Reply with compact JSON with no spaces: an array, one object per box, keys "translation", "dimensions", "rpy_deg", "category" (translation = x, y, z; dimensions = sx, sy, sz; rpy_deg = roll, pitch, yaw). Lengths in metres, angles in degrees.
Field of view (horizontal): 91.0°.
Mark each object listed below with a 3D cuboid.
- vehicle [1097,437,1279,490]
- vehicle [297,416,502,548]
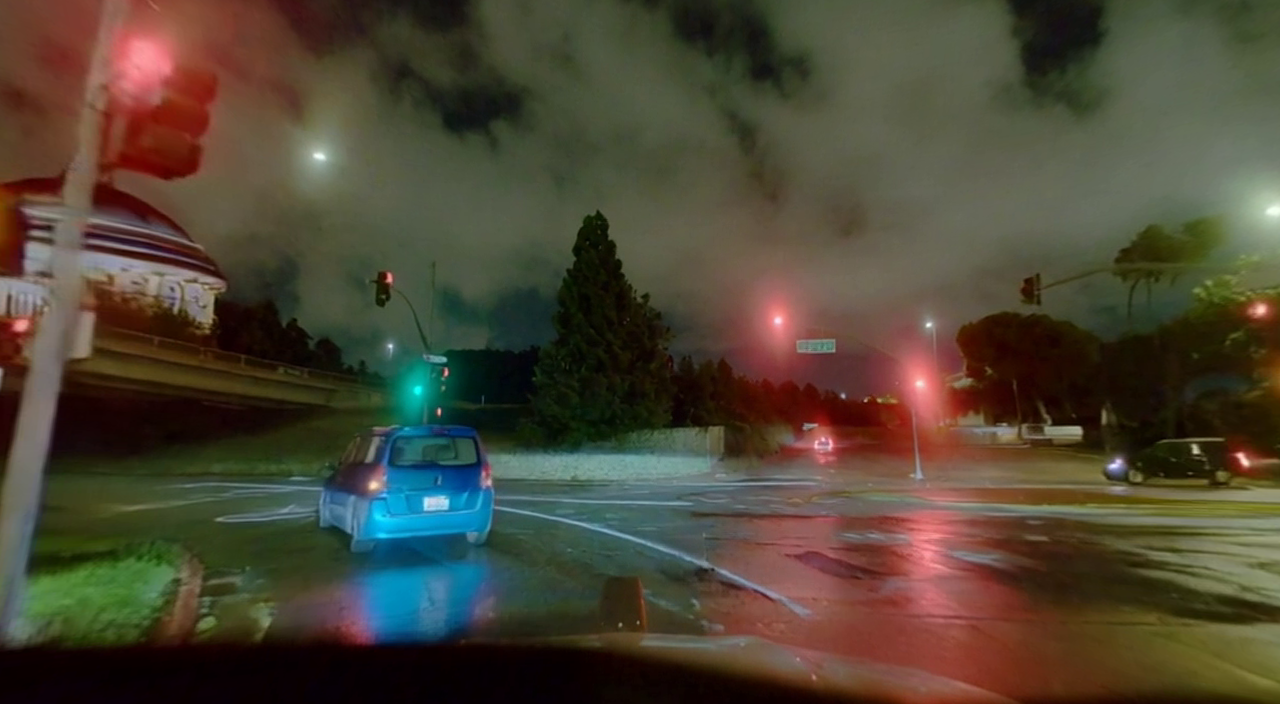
[{"translation":[18.555,3.764,21.441],"dimensions":[4.345,1.672,1.973],"rpy_deg":[0,-9,1],"category":"vehicle"},{"translation":[-3.881,1.890,9.806],"dimensions":[1.976,1.584,3.772],"rpy_deg":[7,-10,-36],"category":"vehicle"}]
